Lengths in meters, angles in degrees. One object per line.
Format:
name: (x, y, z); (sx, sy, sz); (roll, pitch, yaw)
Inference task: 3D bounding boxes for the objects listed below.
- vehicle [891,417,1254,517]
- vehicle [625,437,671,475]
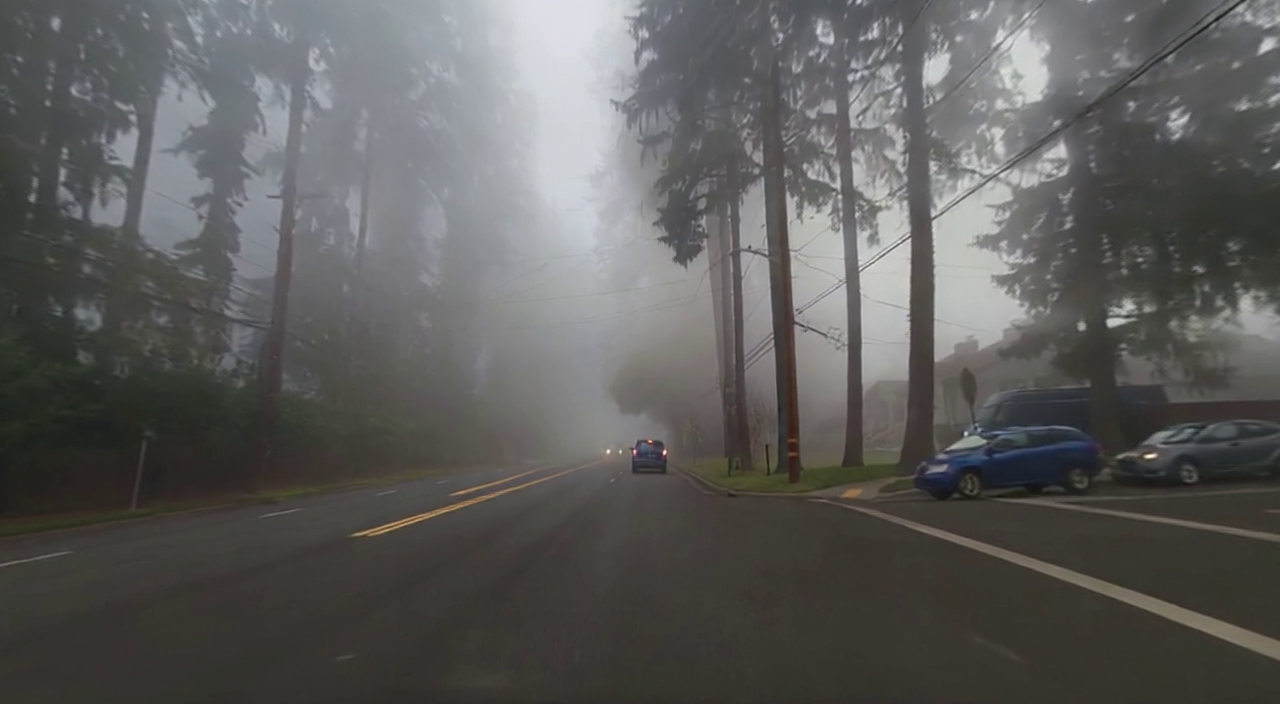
vehicle: (6.827, 1.872, 10.411); (4.543, 1.472, 1.830); (-1, -9, 2)
vehicle: (0.398, 5.052, 30.807); (2.120, 1.718, 3.909); (0, -8, 1)
